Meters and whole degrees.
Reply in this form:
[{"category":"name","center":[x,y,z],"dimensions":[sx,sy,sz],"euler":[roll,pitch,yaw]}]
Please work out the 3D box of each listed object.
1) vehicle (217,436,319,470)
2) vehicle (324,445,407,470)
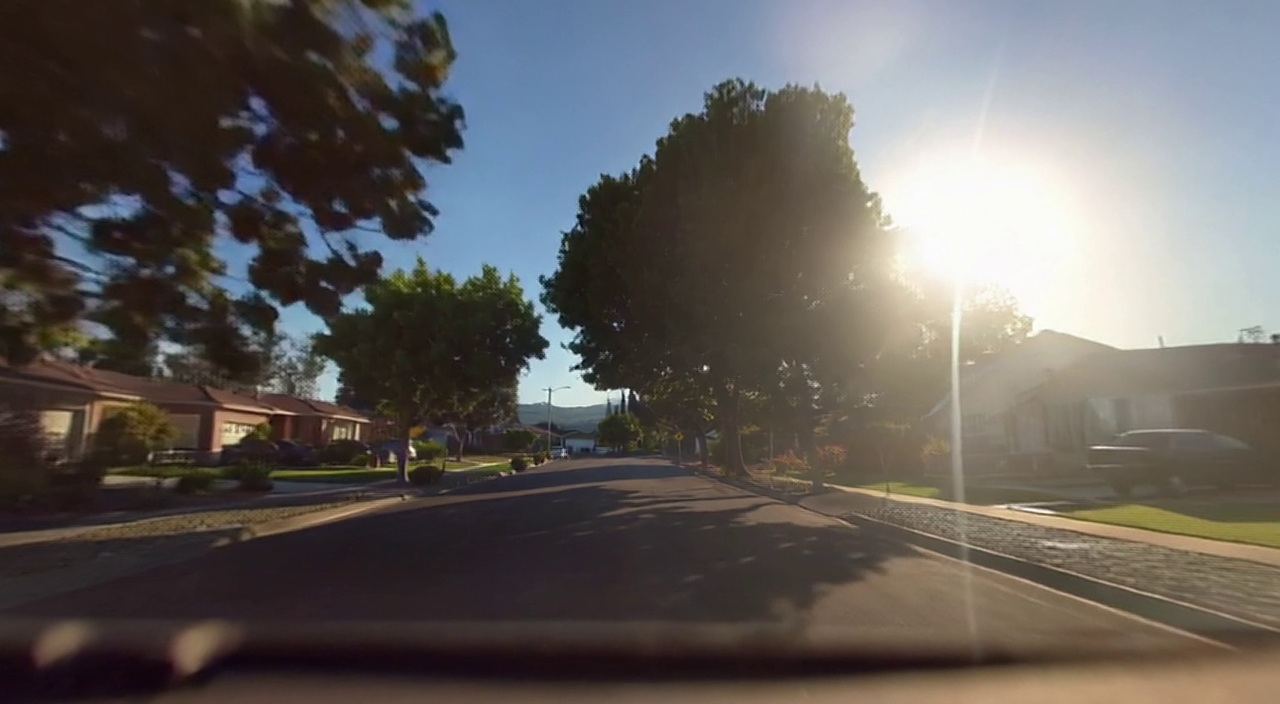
[{"category":"vehicle","center":[-20.816,5.678,35.515],"dimensions":[4.359,1.789,2.123],"euler":[0,-10,-2]},{"category":"vehicle","center":[-17.357,6.711,40.117],"dimensions":[4.307,1.508,2.072],"euler":[0,-10,-1]}]
